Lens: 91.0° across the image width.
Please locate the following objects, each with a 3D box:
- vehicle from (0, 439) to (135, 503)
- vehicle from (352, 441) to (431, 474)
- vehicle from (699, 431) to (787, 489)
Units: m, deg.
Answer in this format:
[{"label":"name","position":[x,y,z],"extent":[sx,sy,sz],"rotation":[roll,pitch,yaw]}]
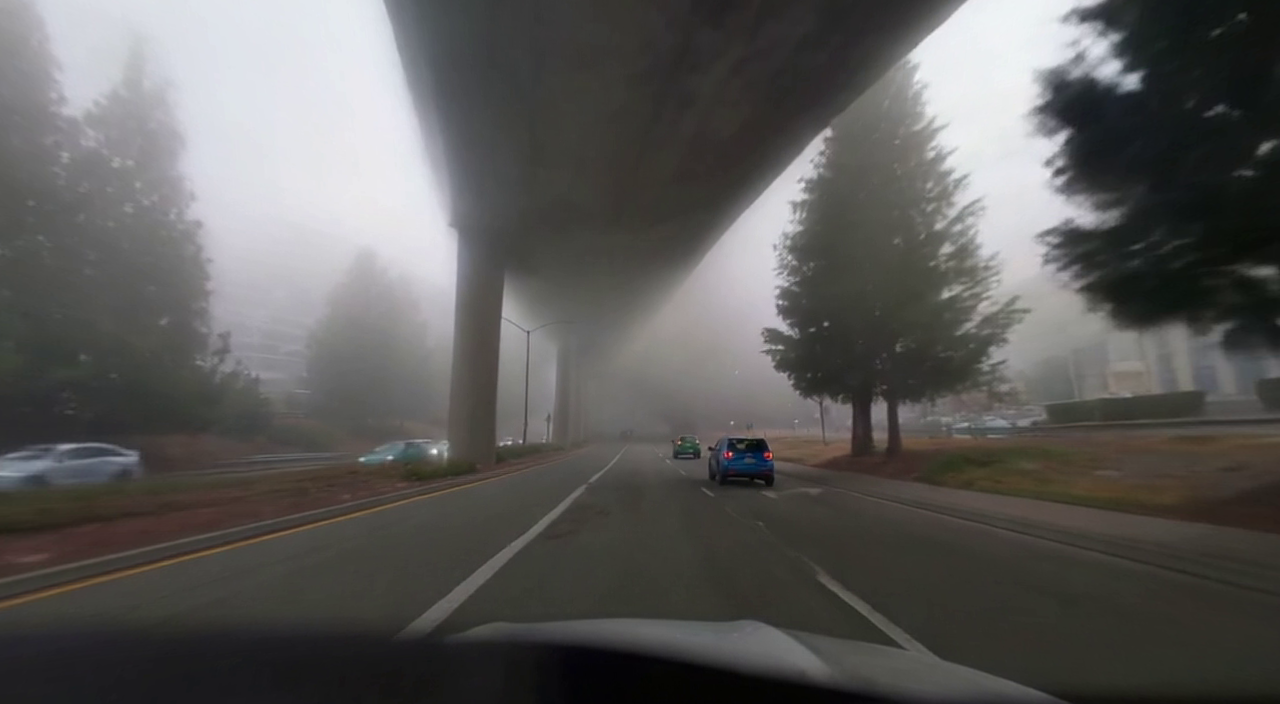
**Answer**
[{"label":"vehicle","position":[-19.166,3.690,19.992],"extent":[2.056,1.793,4.976],"rotation":[0,-9,0]},{"label":"vehicle","position":[-12.145,5.182,31.189],"extent":[1.961,1.512,4.747],"rotation":[0,-9,0]},{"label":"vehicle","position":[3.270,3.542,20.963],"extent":[2.110,1.712,4.489],"rotation":[0,-9,0]}]
